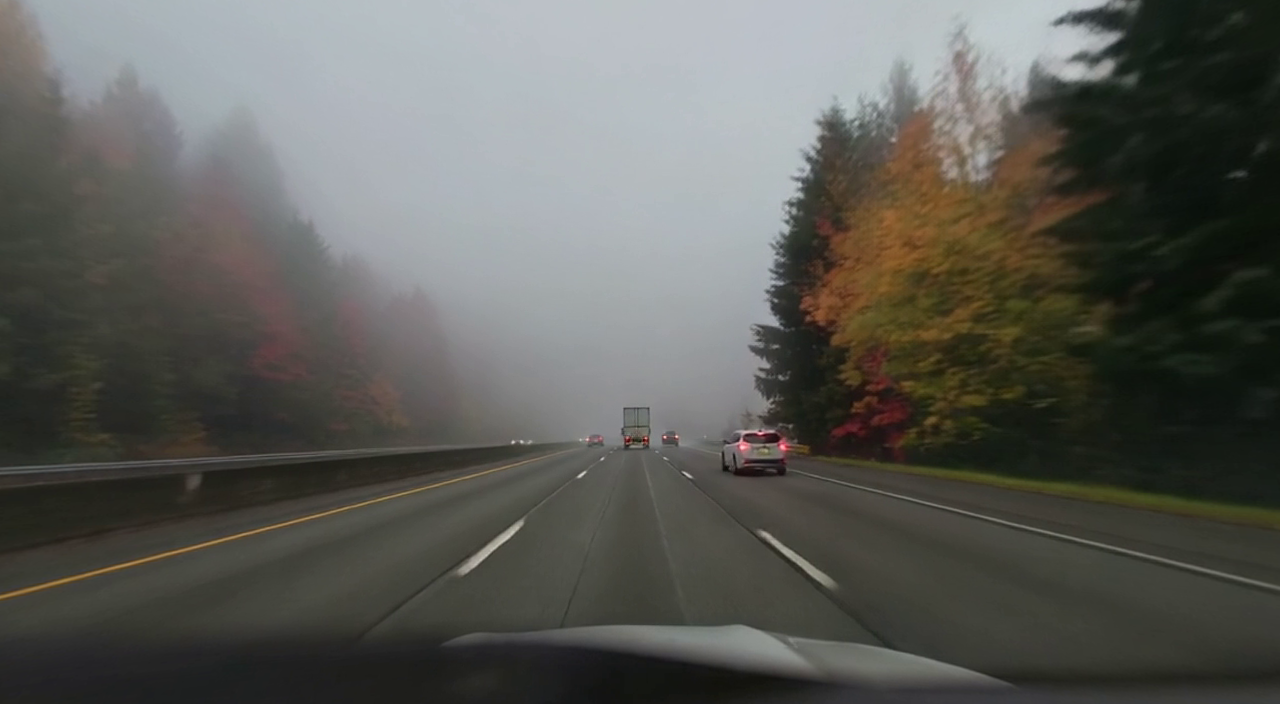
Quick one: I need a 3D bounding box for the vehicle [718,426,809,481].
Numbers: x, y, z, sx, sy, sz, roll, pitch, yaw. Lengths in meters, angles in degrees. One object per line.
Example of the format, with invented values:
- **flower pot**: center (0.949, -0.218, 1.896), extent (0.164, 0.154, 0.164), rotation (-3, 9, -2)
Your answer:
- **vehicle**: center (3.662, 3.086, 19.421), extent (1.882, 1.492, 3.958), rotation (0, -8, -2)
